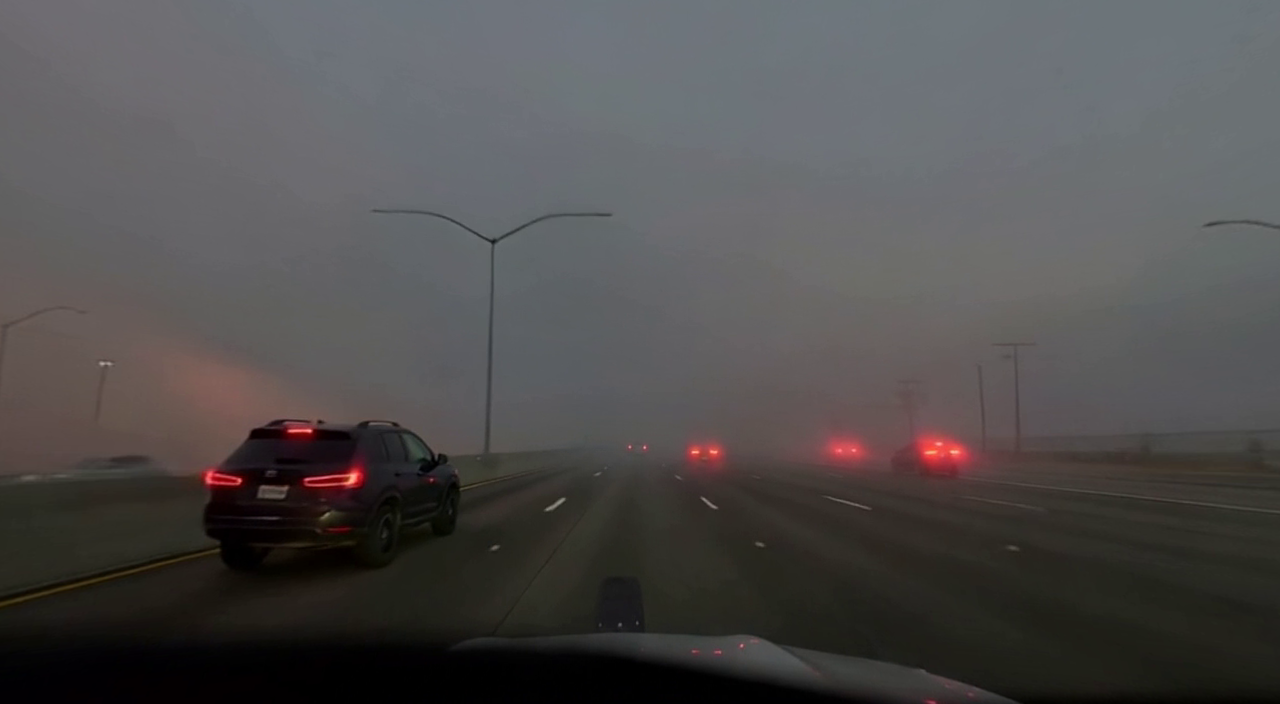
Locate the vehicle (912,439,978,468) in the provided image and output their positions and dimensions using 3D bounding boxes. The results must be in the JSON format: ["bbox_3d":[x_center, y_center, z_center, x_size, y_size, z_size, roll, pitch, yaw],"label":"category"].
[{"bbox_3d":[19.763,6.594,41.175,2.070,1.782,5.006,-1,-9,4],"label":"vehicle"}]

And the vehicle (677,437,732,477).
[{"bbox_3d":[2.870,4.789,29.040,1.997,1.638,4.281,0,-8,-1],"label":"vehicle"}]

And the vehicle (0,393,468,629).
[{"bbox_3d":[-3.575,1.481,6.909,2.099,1.682,4.590,0,-8,0],"label":"vehicle"}]
